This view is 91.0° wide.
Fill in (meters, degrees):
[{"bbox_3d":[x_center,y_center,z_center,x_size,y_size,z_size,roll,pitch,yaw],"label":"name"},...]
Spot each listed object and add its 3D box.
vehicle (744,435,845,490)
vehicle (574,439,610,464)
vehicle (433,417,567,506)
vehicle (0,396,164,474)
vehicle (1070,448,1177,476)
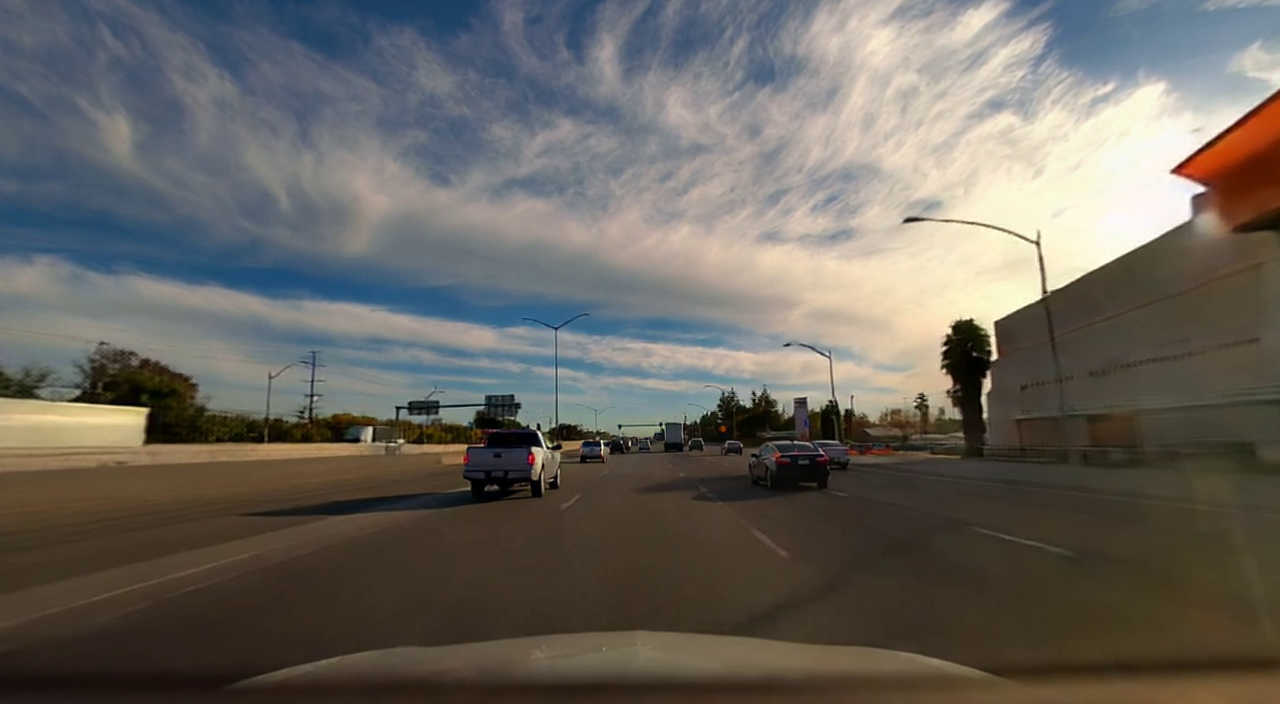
[{"bbox_3d":[4.686,3.412,19.832,1.980,1.501,4.433,0,-8,-1],"label":"vehicle"},{"bbox_3d":[-3.024,6.403,40.676,1.929,1.521,4.097,0,-9,1],"label":"vehicle"},{"bbox_3d":[-3.147,2.587,15.278,2.130,1.799,4.583,0,-9,1],"label":"vehicle"},{"bbox_3d":[-33.931,4.571,34.543,2.895,3.931,15.650,0,-9,3],"label":"vehicle"},{"bbox_3d":[36.128,8.215,47.168,5.875,1.851,2.305,-3,-9,2],"label":"vehicle"}]
